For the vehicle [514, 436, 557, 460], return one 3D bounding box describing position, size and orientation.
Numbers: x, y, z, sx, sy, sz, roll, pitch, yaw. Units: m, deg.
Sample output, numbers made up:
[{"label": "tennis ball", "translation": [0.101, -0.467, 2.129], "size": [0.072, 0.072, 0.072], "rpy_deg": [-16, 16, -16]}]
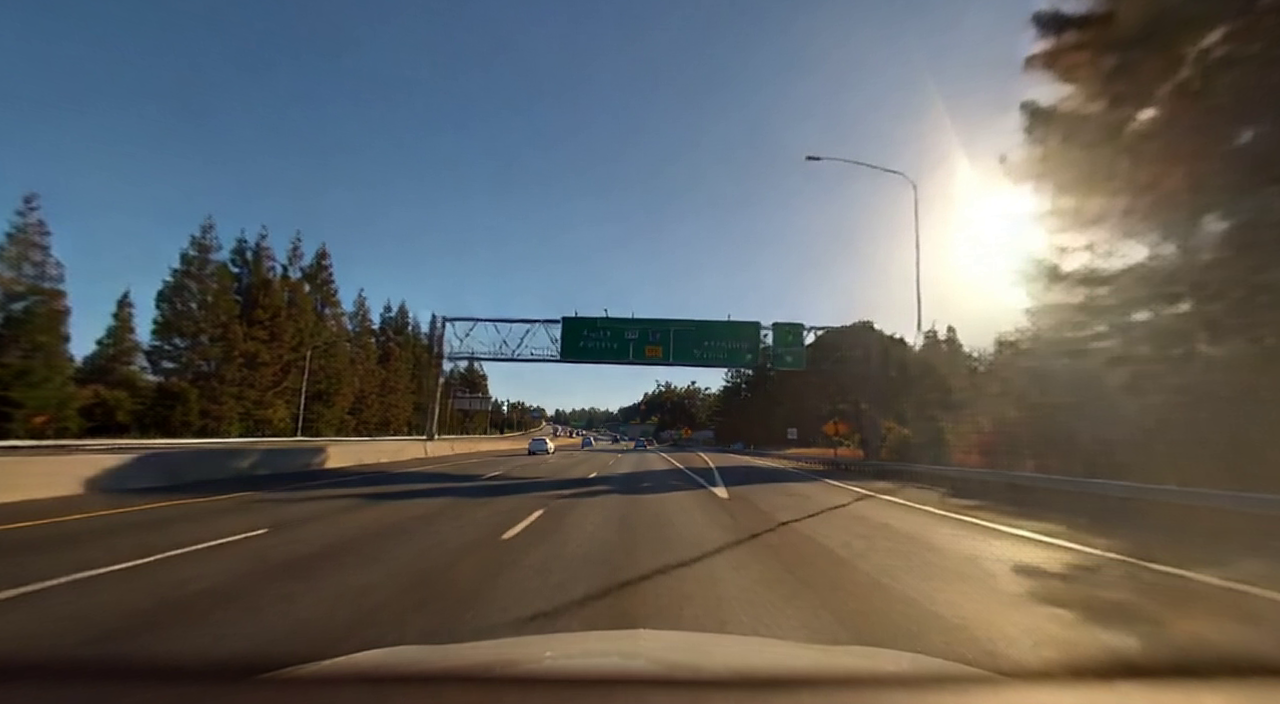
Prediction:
[{"label": "vehicle", "translation": [-7.081, 6.563, 43.221], "size": [2.025, 1.494, 4.495], "rpy_deg": [0, -8, 1]}]
